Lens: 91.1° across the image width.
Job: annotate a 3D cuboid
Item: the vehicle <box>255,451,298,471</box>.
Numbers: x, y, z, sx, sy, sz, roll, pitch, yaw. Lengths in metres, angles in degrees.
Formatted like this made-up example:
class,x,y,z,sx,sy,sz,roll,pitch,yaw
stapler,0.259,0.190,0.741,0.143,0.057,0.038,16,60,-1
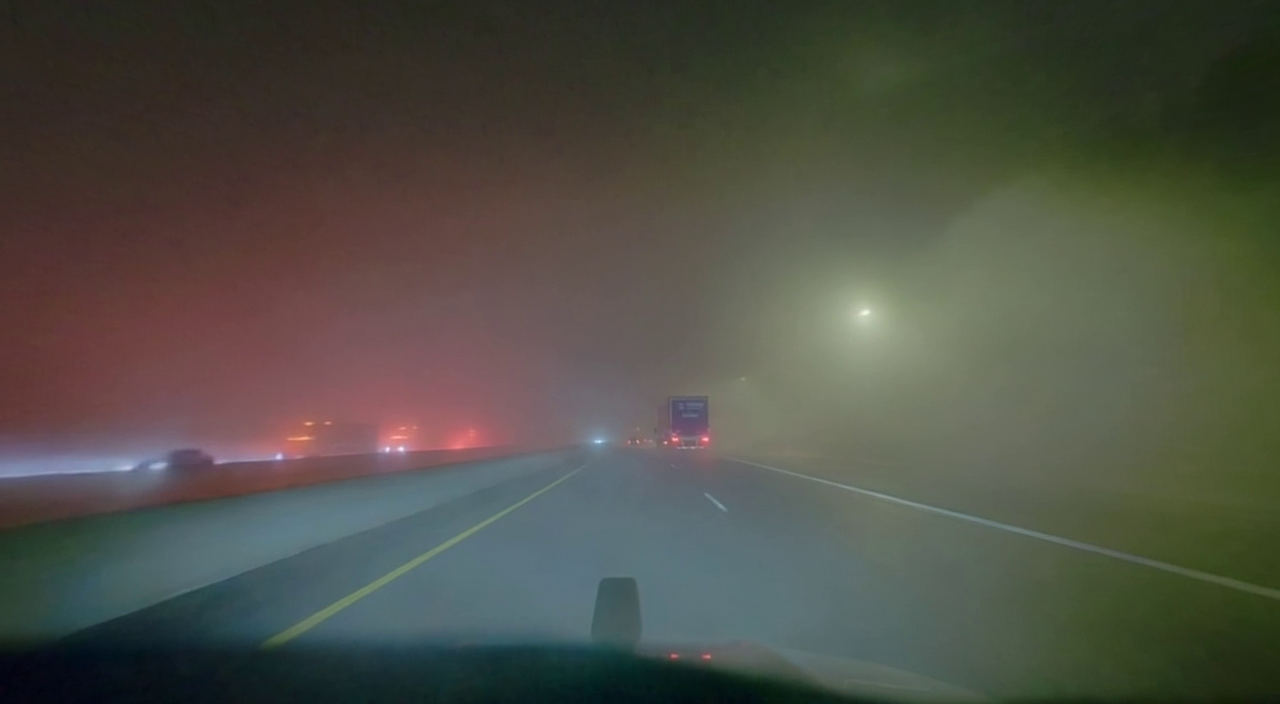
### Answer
class,x,y,z,sx,sy,sz,roll,pitch,yaw
vehicle,-28.356,8.500,49.202,1.833,1.425,4.295,2,-8,-16

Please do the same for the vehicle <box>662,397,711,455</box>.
class,x,y,z,sx,sy,sz,roll,pitch,yaw
vehicle,3.275,5.572,46.603,2.888,3.866,8.380,0,-8,-1
